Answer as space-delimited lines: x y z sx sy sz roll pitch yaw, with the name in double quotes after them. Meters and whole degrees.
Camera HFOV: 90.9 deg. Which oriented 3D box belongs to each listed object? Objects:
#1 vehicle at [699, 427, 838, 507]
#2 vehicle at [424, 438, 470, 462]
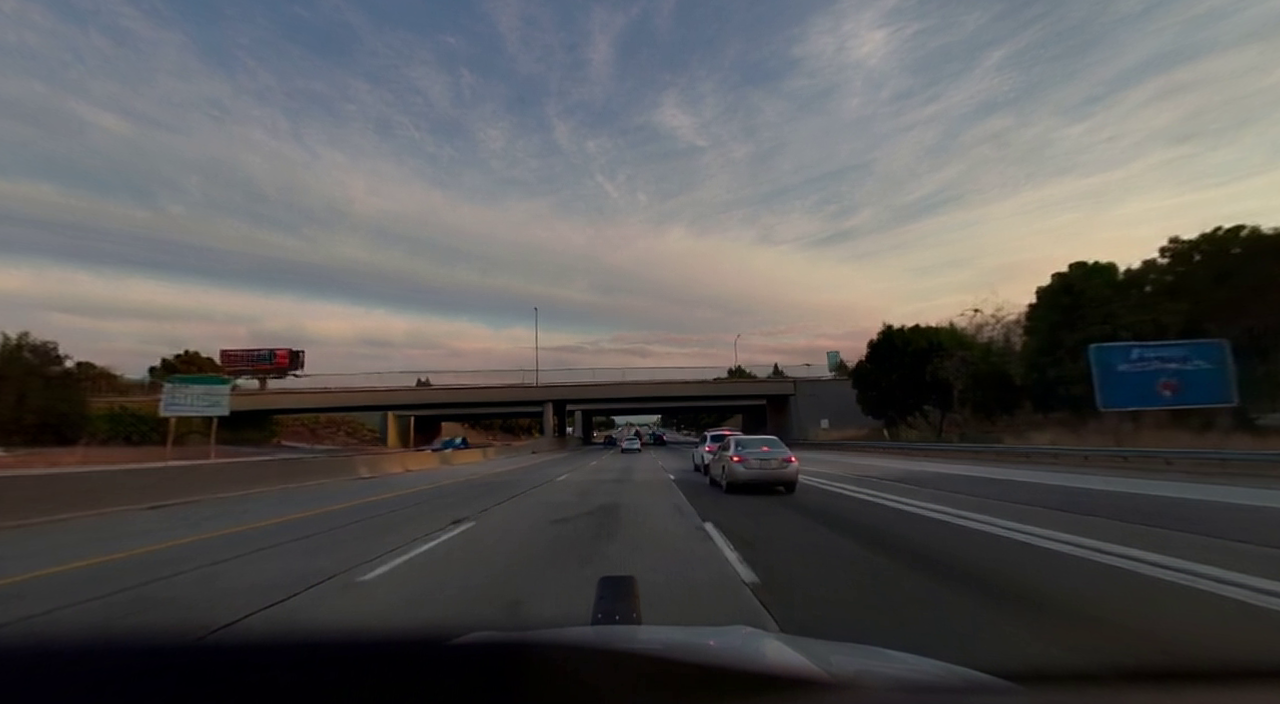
2.895 2.716 15.551 2.240 1.646 4.949 1 -8 -2 "vehicle"
-12.374 6.304 40.583 1.835 1.425 3.515 0 -8 1 "vehicle"
